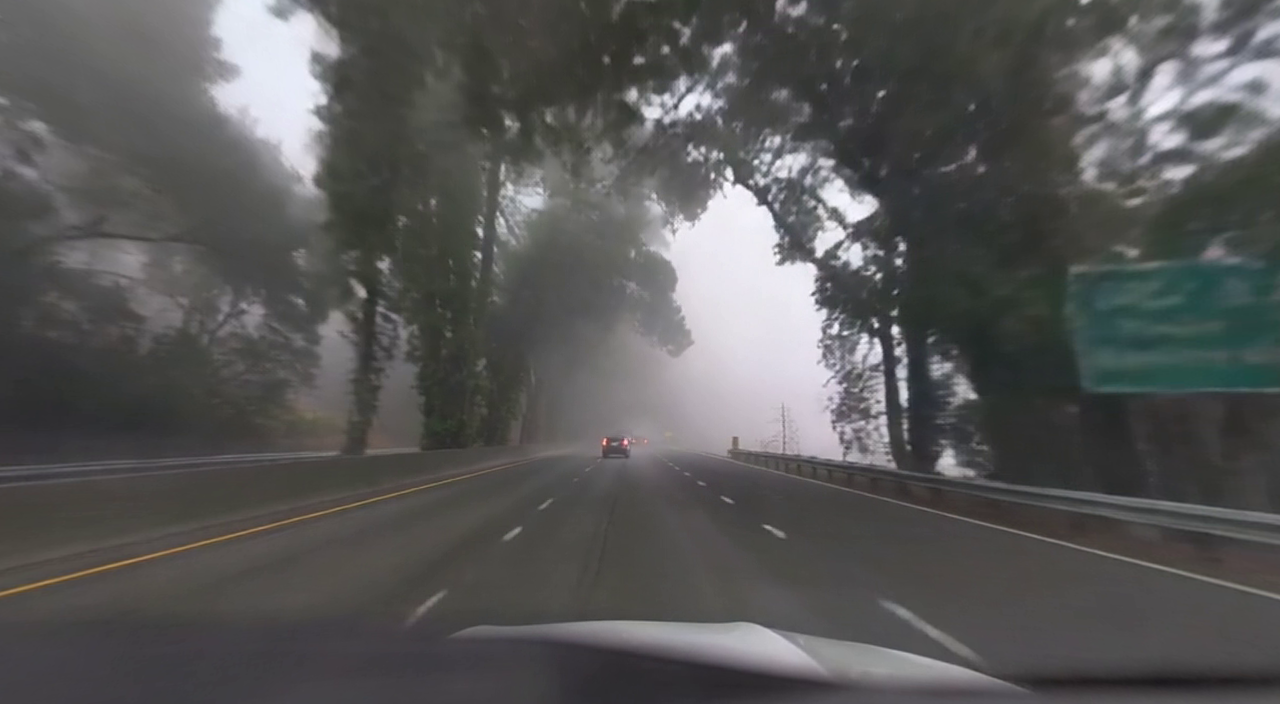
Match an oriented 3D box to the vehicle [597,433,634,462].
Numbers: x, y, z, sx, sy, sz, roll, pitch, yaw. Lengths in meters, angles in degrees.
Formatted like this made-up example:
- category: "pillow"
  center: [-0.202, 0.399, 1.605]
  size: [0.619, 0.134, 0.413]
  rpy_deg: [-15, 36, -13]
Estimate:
- category: "vehicle"
  center: [-1.409, 5.816, 38.555]
  size: [2.094, 1.653, 4.283]
  rpy_deg: [0, -8, 0]
